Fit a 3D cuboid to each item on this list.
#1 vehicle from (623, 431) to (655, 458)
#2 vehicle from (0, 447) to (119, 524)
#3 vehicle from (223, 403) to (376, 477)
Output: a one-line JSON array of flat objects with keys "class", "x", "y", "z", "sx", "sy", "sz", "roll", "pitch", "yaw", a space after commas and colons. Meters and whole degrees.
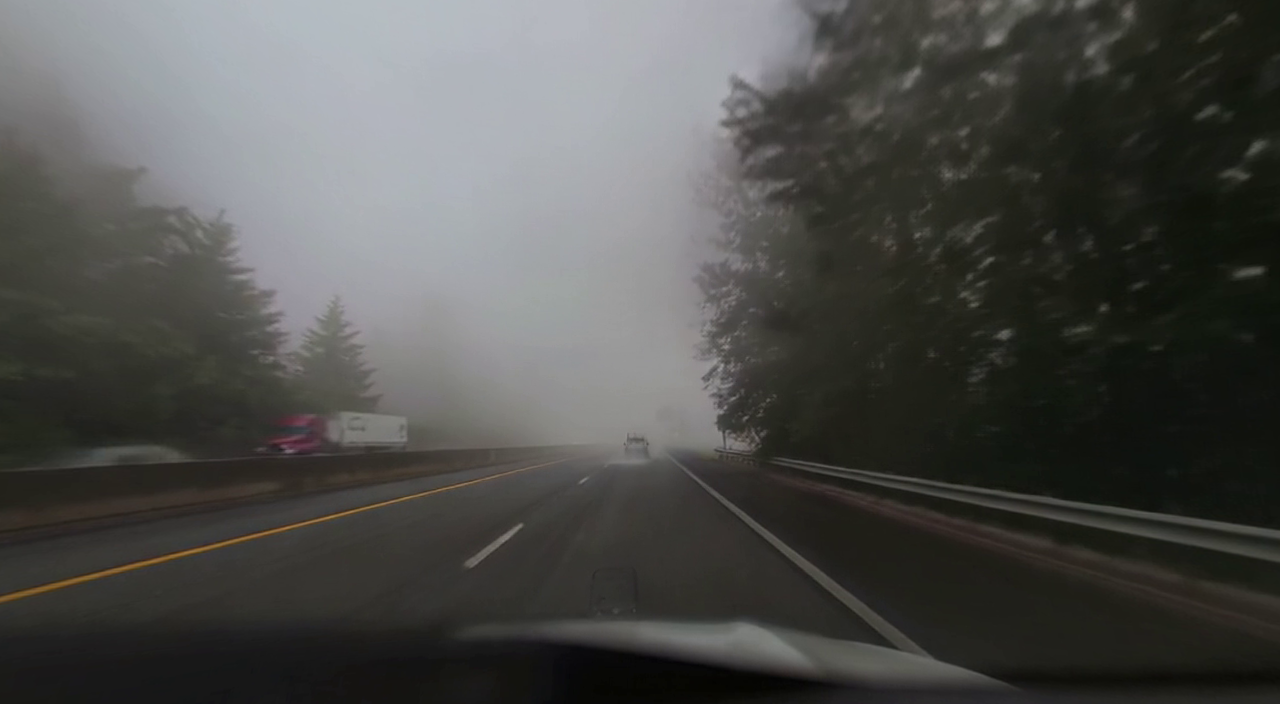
[{"class": "vehicle", "x": -0.070, "y": 6.603, "z": 44.960, "sx": 2.188, "sy": 1.825, "sz": 4.282, "roll": 0, "pitch": -8, "yaw": 0}, {"class": "vehicle", "x": -13.402, "y": 2.705, "z": 12.826, "sx": 1.931, "sy": 1.456, "sz": 4.160, "roll": 0, "pitch": -8, "yaw": 1}, {"class": "vehicle", "x": -17.073, "y": 4.537, "z": 32.530, "sx": 2.891, "sy": 3.300, "sz": 8.602, "roll": -1, "pitch": -8, "yaw": 2}]
